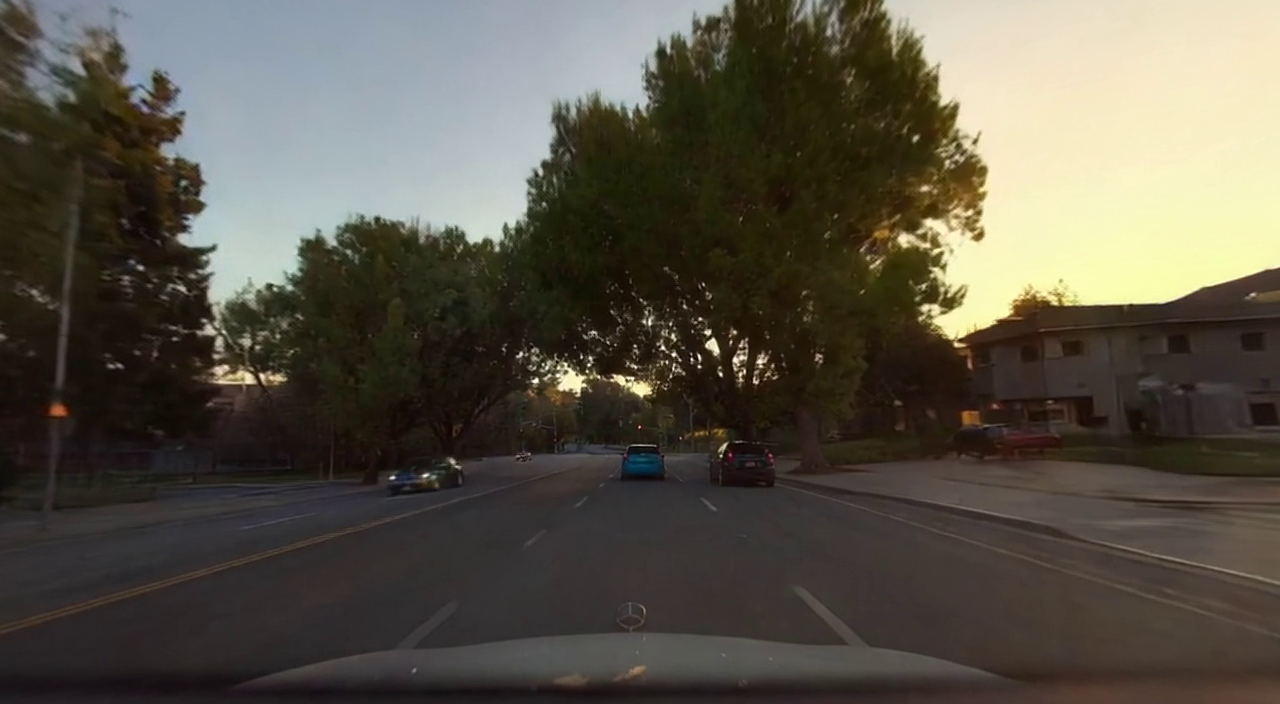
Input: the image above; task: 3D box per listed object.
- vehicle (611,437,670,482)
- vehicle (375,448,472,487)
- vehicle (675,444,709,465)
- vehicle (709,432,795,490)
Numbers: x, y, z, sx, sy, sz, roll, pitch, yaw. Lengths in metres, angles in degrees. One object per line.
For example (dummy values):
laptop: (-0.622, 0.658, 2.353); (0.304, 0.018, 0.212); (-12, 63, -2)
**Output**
vehicle: (0.048, 4.339, 25.672); (2.200, 1.653, 4.127); (0, -8, 1)
vehicle: (-10.998, 5.882, 32.121); (4.296, 1.611, 1.942); (-6, -10, 12)
vehicle: (3.684, 7.380, 45.544); (2.099, 1.463, 4.130); (0, -8, 0)
vehicle: (3.592, 3.605, 21.117); (2.024, 1.711, 4.512); (0, -8, 0)
